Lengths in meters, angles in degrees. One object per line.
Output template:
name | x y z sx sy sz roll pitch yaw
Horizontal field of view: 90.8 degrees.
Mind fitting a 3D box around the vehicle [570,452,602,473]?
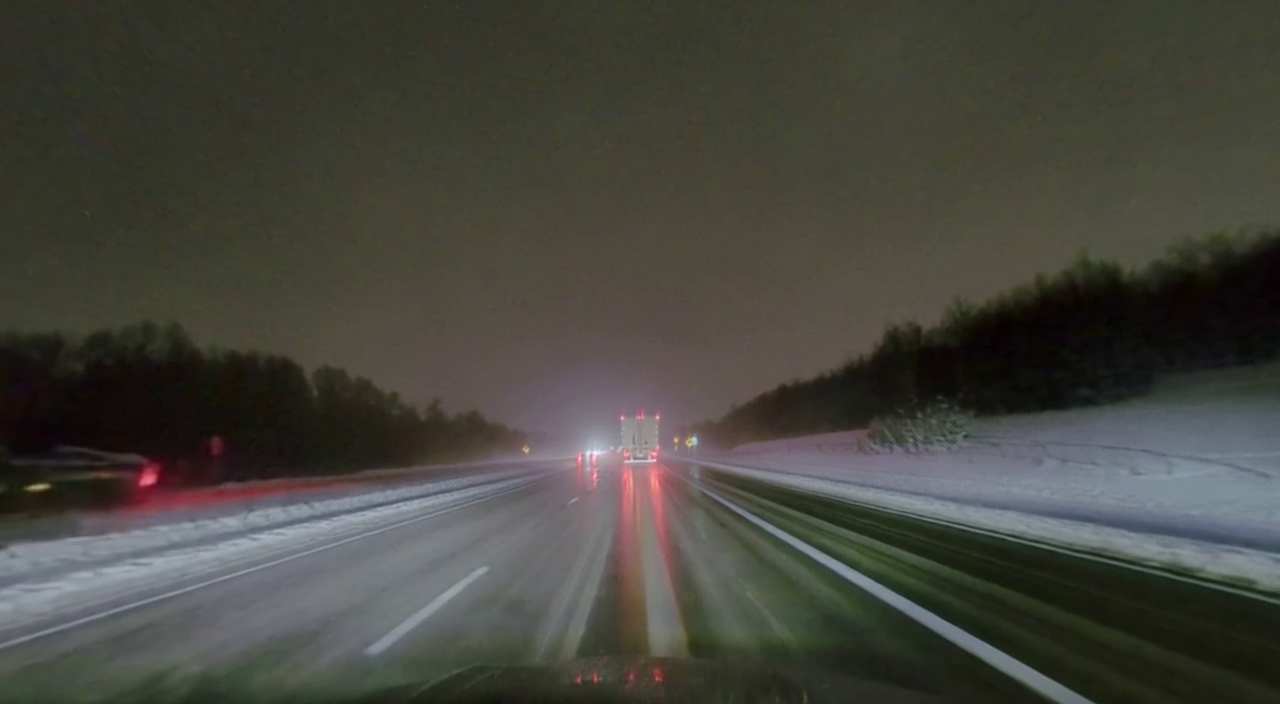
vehicle | -4.099 8.434 48.348 2.053 1.523 4.450 0 -9 0

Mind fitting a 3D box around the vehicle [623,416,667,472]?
vehicle | 0.193 7.069 48.419 2.864 3.805 9.500 0 -9 -3

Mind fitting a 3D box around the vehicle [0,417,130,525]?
vehicle | -16.283 2.851 15.163 2.236 2.527 6.874 0 -9 0
